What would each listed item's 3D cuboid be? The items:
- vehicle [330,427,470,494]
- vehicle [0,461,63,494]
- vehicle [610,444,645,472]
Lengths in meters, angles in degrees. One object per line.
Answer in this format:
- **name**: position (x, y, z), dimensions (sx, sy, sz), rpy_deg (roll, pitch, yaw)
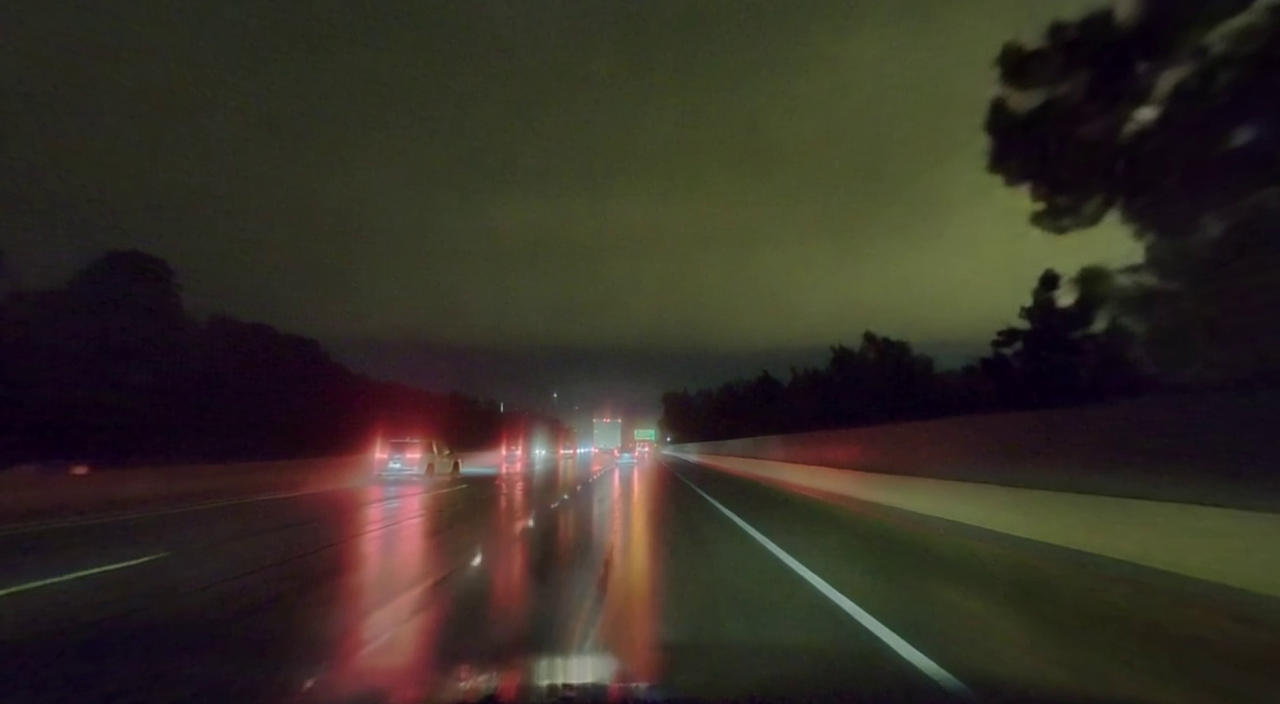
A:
- **vehicle**: position (-7.330, 3.385, 20.043), dimensions (2.115, 1.778, 5.572), rpy_deg (0, -9, 1)
- **vehicle**: position (-32.551, 6.420, 32.212), dimensions (1.807, 1.510, 4.467), rpy_deg (0, -9, 0)
- **vehicle**: position (-0.693, 6.265, 37.518), dimensions (1.931, 1.528, 4.126), rpy_deg (0, -9, 1)
